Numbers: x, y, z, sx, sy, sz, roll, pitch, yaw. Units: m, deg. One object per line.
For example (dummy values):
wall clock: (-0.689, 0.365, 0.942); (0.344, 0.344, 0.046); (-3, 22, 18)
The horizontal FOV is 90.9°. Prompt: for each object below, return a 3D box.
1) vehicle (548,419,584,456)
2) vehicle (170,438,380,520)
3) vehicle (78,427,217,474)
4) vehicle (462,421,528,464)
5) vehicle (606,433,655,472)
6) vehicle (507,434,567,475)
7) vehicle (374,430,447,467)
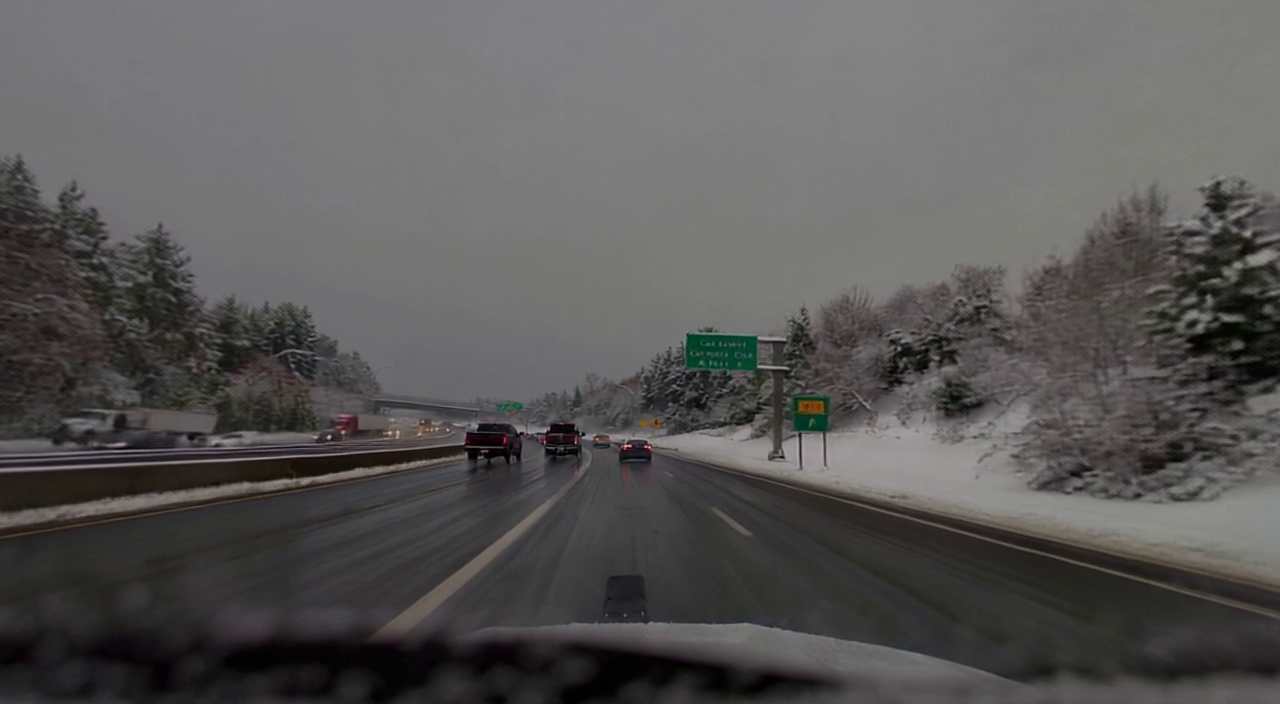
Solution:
vehicle: (-5.666, 6.624, 48.693); (2.279, 2.672, 5.256); (0, -8, -2)
vehicle: (-7.517, 2.618, 13.628); (1.896, 1.465, 4.399); (0, -8, 0)
vehicle: (-19.884, 4.004, 25.808); (2.023, 1.697, 4.723); (0, -8, -3)
vehicle: (-8.594, 5.456, 38.016); (2.773, 2.402, 6.232); (0, -8, -3)
vehicle: (-0.498, 4.639, 29.321); (2.092, 1.671, 3.772); (0, -8, -2)
vehicle: (-4.354, 4.402, 27.335); (2.005, 1.631, 4.295); (0, -8, -1)
vehicle: (-12.059, 5.104, 33.516); (2.079, 1.807, 5.187); (0, -8, -2)
